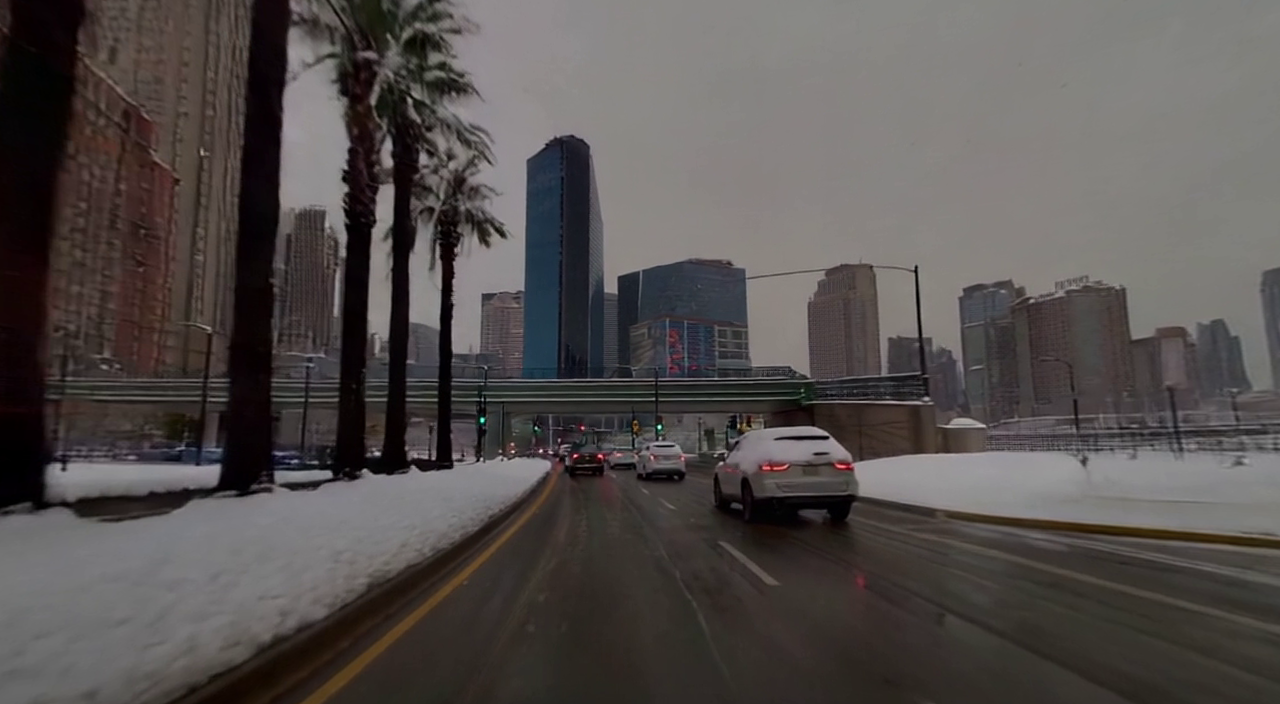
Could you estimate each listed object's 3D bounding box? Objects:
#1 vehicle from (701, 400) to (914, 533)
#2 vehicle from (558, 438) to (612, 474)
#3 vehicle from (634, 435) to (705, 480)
[{"bbox_3d":[2.799,2.117,12.214,2.407,1.991,5.130,0,-9,-4],"label":"vehicle"},{"bbox_3d":[-2.846,5.195,31.712,2.332,1.625,4.933,1,-9,-9],"label":"vehicle"},{"bbox_3d":[1.108,4.400,26.585,2.214,1.711,4.474,1,-9,-7],"label":"vehicle"}]
